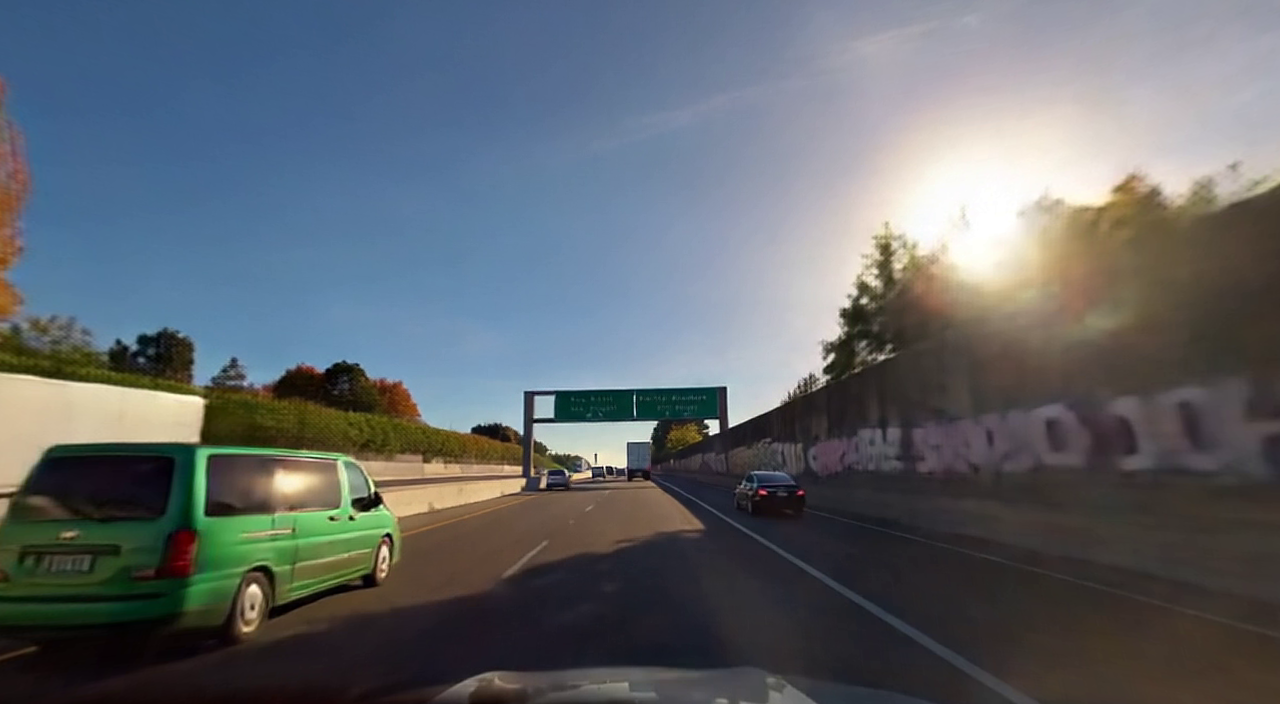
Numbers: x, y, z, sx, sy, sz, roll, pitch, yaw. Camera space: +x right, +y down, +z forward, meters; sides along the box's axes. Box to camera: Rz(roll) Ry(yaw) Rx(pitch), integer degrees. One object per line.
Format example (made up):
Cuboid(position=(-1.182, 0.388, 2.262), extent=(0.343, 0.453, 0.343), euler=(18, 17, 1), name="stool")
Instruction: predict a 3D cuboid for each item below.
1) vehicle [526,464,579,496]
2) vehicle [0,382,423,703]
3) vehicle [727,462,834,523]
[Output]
Cuboid(position=(-4.248, 6.275, 31.144), extent=(2.054, 1.443, 4.131), euler=(1, -10, -1), name="vehicle")
Cuboid(position=(-3.491, 1.322, 4.822), extent=(2.004, 1.610, 4.508), euler=(1, -10, 0), name="vehicle")
Cuboid(position=(3.758, 3.866, 17.686), extent=(1.917, 1.458, 4.199), euler=(1, -10, -2), name="vehicle")
